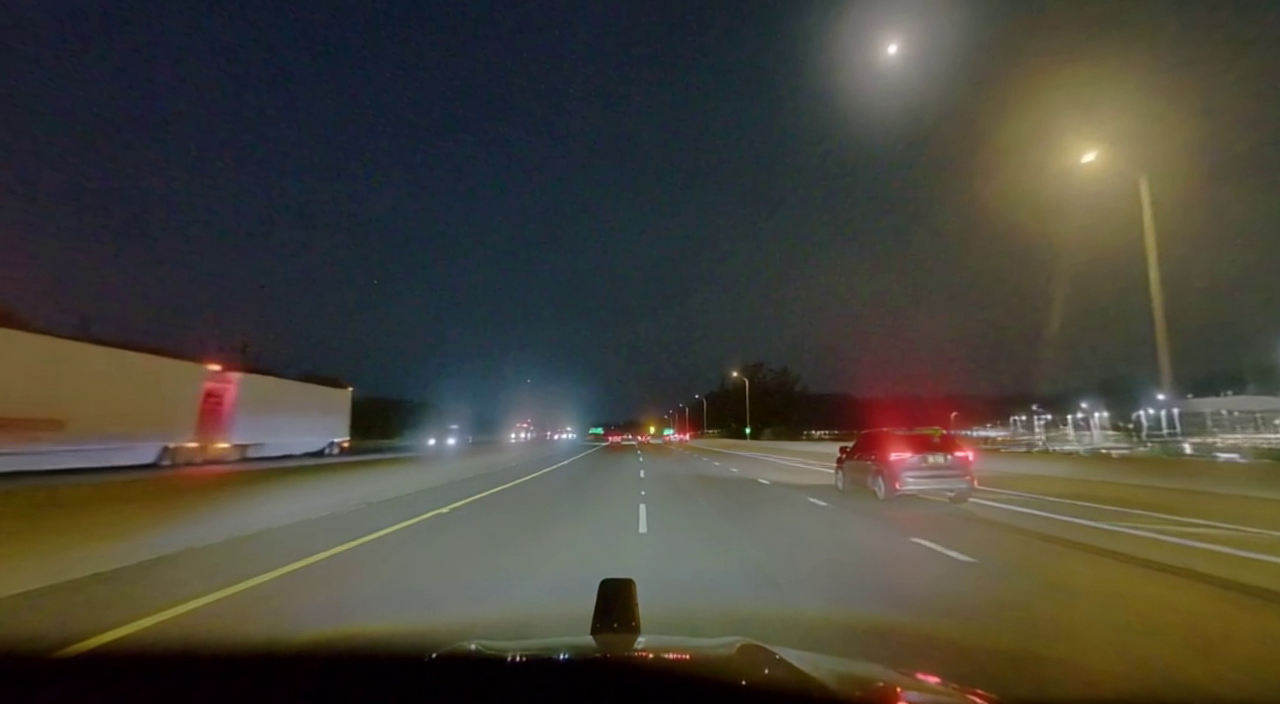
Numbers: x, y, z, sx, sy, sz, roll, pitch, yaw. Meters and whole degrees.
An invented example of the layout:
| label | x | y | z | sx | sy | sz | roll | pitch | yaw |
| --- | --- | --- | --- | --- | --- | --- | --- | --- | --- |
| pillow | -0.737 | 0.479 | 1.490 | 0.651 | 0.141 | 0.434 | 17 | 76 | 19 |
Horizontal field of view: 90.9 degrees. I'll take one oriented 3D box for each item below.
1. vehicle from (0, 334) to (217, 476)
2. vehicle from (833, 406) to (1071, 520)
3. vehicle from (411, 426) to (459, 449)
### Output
| label | x | y | z | sx | sy | sz | roll | pitch | yaw |
| --- | --- | --- | --- | --- | --- | --- | --- | --- | --- |
| vehicle | -18.172 | 1.931 | 20.949 | 2.889 | 3.887 | 7.435 | 0 | -8 | 0 |
| vehicle | 5.146 | 1.884 | 11.225 | 2.022 | 1.637 | 4.229 | 0 | -8 | -1 |
| vehicle | -14.092 | 5.928 | 43.545 | 1.917 | 1.523 | 4.300 | 0 | -8 | 0 |
